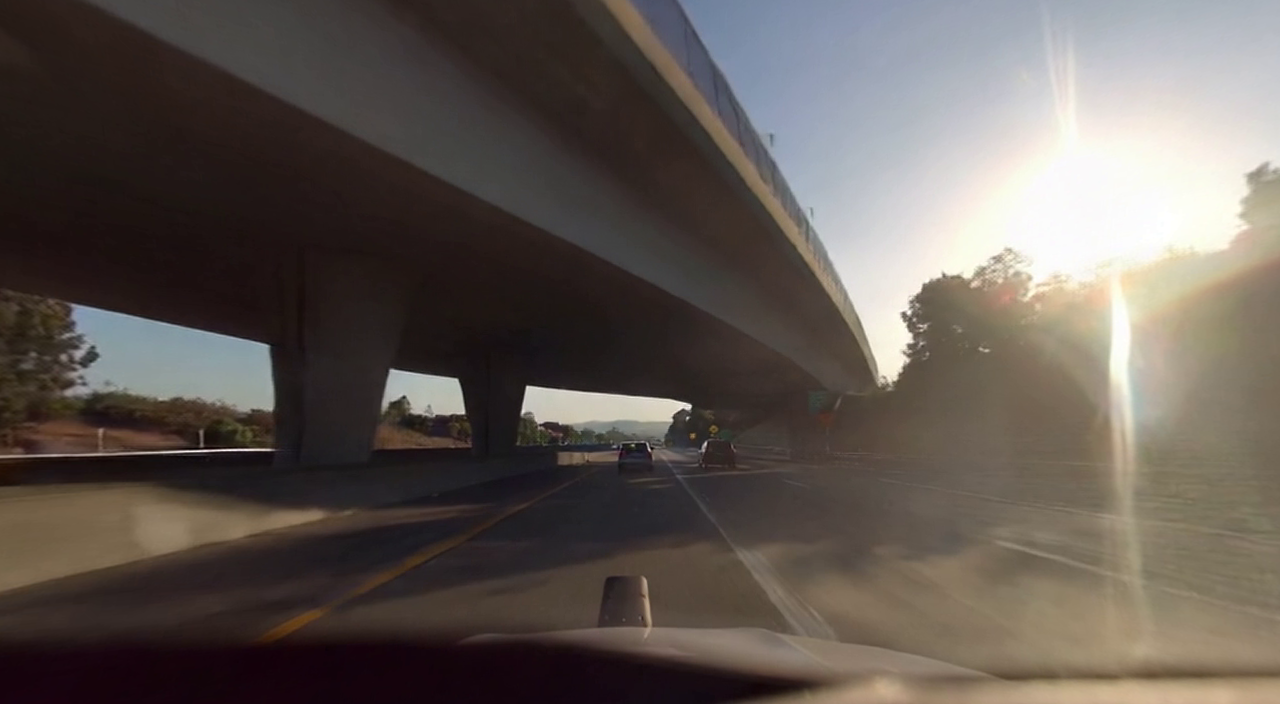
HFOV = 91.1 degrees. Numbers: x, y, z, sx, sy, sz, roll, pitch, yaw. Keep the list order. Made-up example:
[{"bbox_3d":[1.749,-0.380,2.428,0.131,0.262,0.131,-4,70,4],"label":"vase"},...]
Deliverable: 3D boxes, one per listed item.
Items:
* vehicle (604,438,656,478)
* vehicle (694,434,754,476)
[{"bbox_3d":[-0.383,4.516,27.018,2.050,1.546,4.344,0,-8,1],"label":"vehicle"},{"bbox_3d":[3.639,4.565,27.977,2.063,1.698,4.355,0,-8,0],"label":"vehicle"}]
